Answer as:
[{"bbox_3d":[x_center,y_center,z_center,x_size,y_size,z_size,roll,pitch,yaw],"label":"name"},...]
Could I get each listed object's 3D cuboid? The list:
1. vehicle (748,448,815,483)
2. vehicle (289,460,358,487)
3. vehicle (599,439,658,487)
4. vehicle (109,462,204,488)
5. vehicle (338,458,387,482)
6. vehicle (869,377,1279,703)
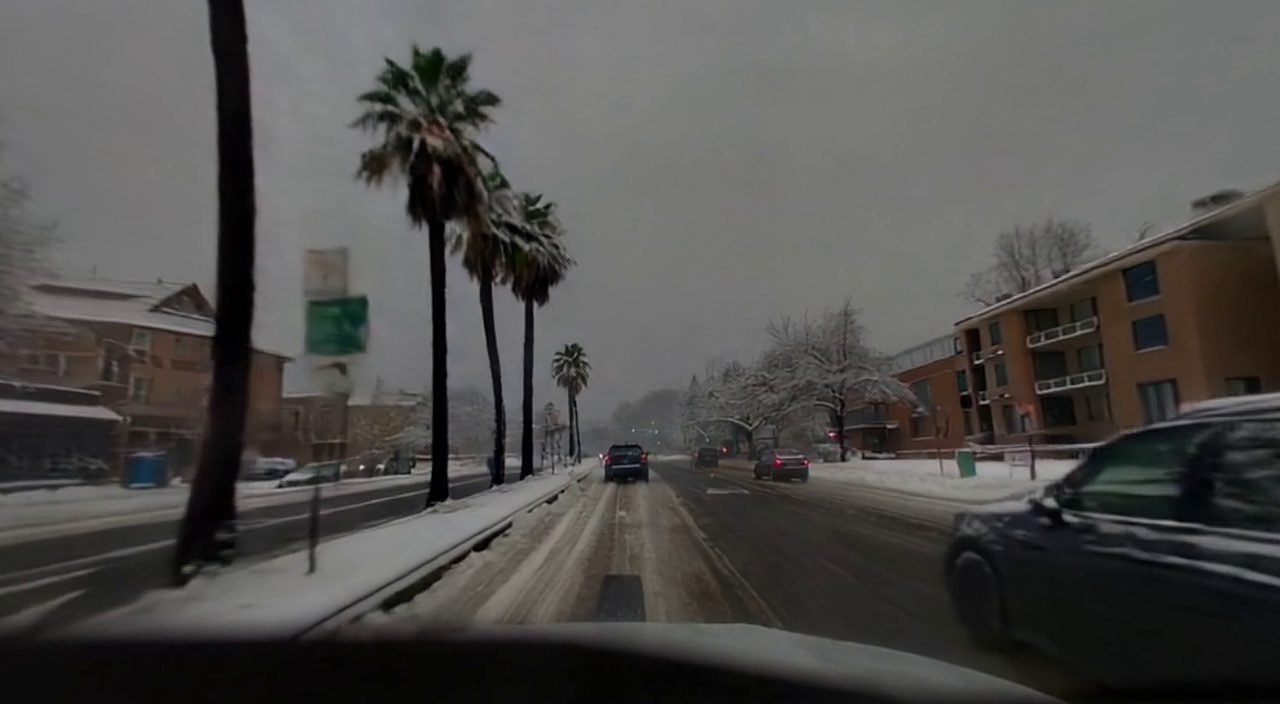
[{"bbox_3d":[6.572,5.302,29.821,1.975,1.483,4.769,0,-9,-2],"label":"vehicle"},{"bbox_3d":[-19.558,7.513,39.127,1.920,1.505,4.351,0,-9,1],"label":"vehicle"},{"bbox_3d":[-0.489,4.627,26.520,2.277,1.816,4.192,0,-9,-1],"label":"vehicle"},{"bbox_3d":[-30.214,7.711,39.413,4.400,1.474,1.732,1,-9,-1],"label":"vehicle"},{"bbox_3d":[-19.761,8.383,44.923,1.753,1.600,4.040,0,-9,-2],"label":"vehicle"},{"bbox_3d":[3.082,1.023,2.898,2.195,1.590,4.668,0,-9,-1],"label":"vehicle"}]
